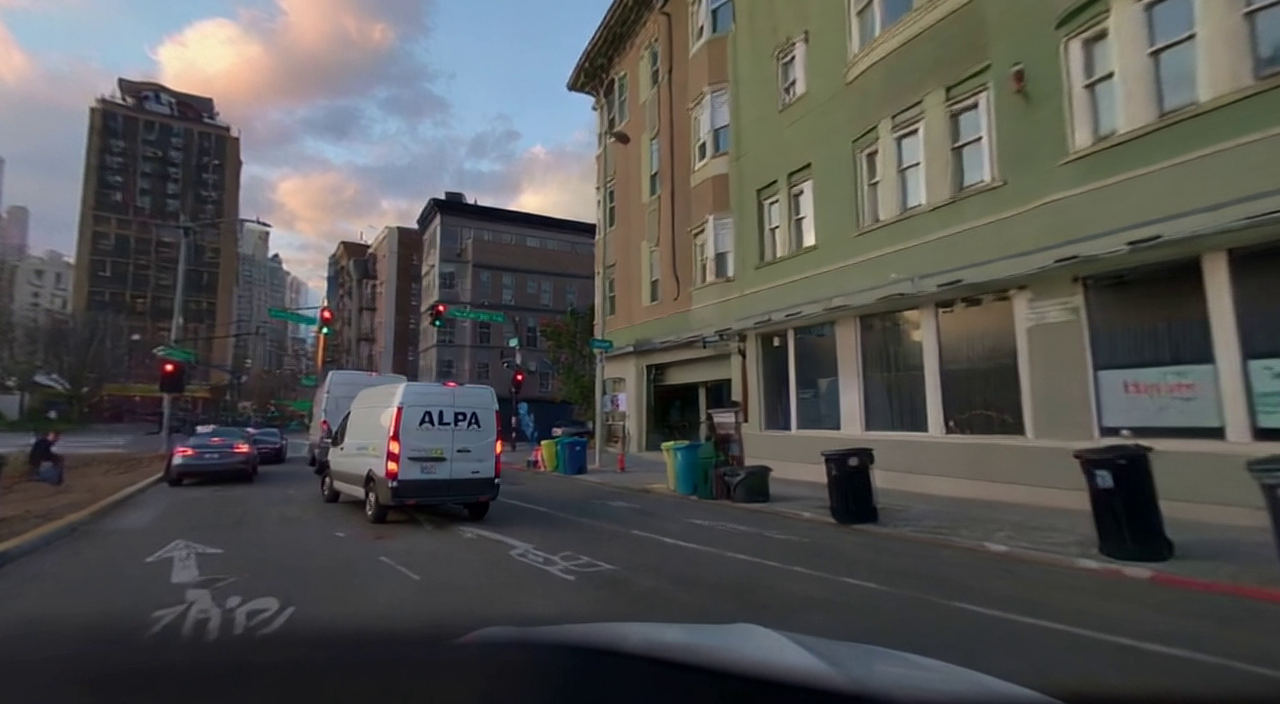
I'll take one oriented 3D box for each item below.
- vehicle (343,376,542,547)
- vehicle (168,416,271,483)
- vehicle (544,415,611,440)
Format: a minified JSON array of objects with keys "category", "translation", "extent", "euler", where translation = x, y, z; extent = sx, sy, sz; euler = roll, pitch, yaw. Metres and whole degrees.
[{"category":"vehicle","translation":[-3.162,1.538,9.458],"extent":[1.951,1.907,4.266],"euler":[4,-9,-29]},{"category":"vehicle","translation":[-10.535,2.436,16.017],"extent":[1.841,1.461,3.426],"euler":[5,-9,-30]},{"category":"vehicle","translation":[-4.055,5.000,41.378],"extent":[4.020,1.572,1.718],"euler":[5,-9,-34]}]
